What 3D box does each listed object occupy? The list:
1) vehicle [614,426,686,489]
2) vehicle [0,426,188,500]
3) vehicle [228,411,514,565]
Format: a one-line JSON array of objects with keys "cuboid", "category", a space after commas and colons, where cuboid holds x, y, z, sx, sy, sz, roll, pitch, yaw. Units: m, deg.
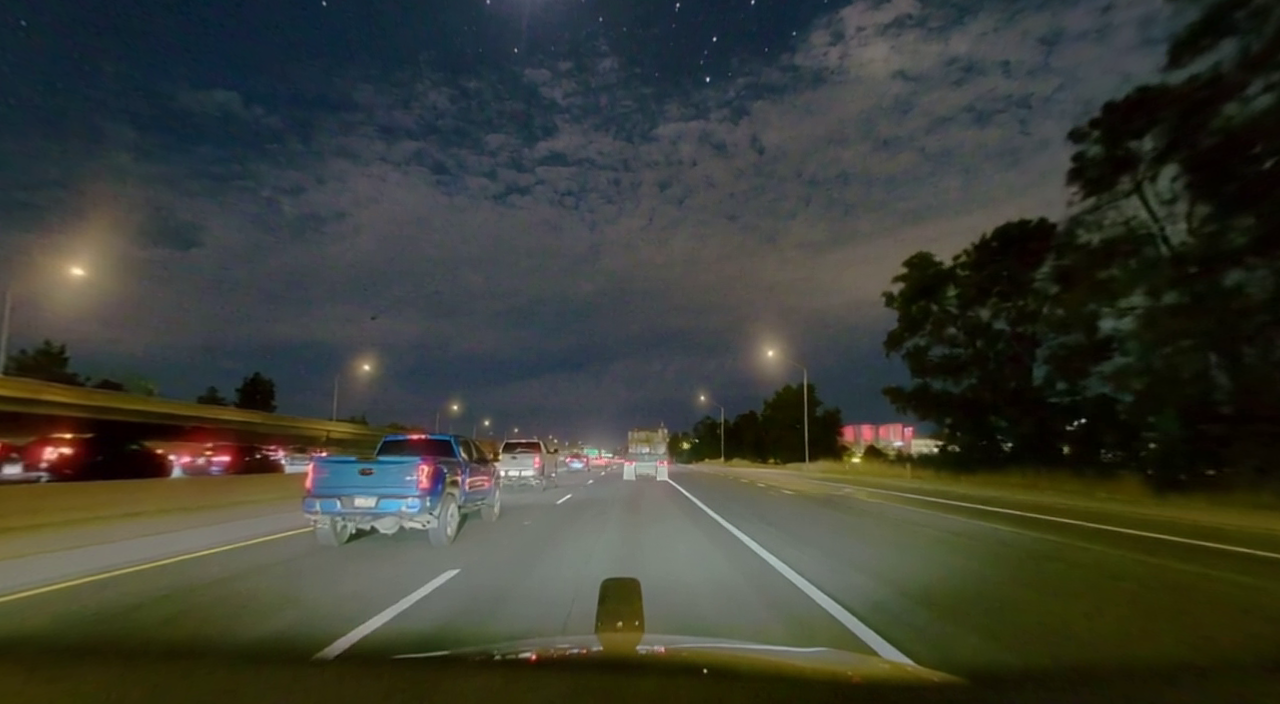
[{"cuboid": [0.301, 4.830, 29.275, 2.886, 2.471, 7.692, 0, -9, -1], "category": "vehicle"}, {"cuboid": [-13.359, 2.591, 15.012, 1.828, 1.482, 4.204, -1, -9, 6], "category": "vehicle"}, {"cuboid": [-3.774, 2.040, 10.230, 2.303, 1.835, 5.044, -1, -9, 1], "category": "vehicle"}]
